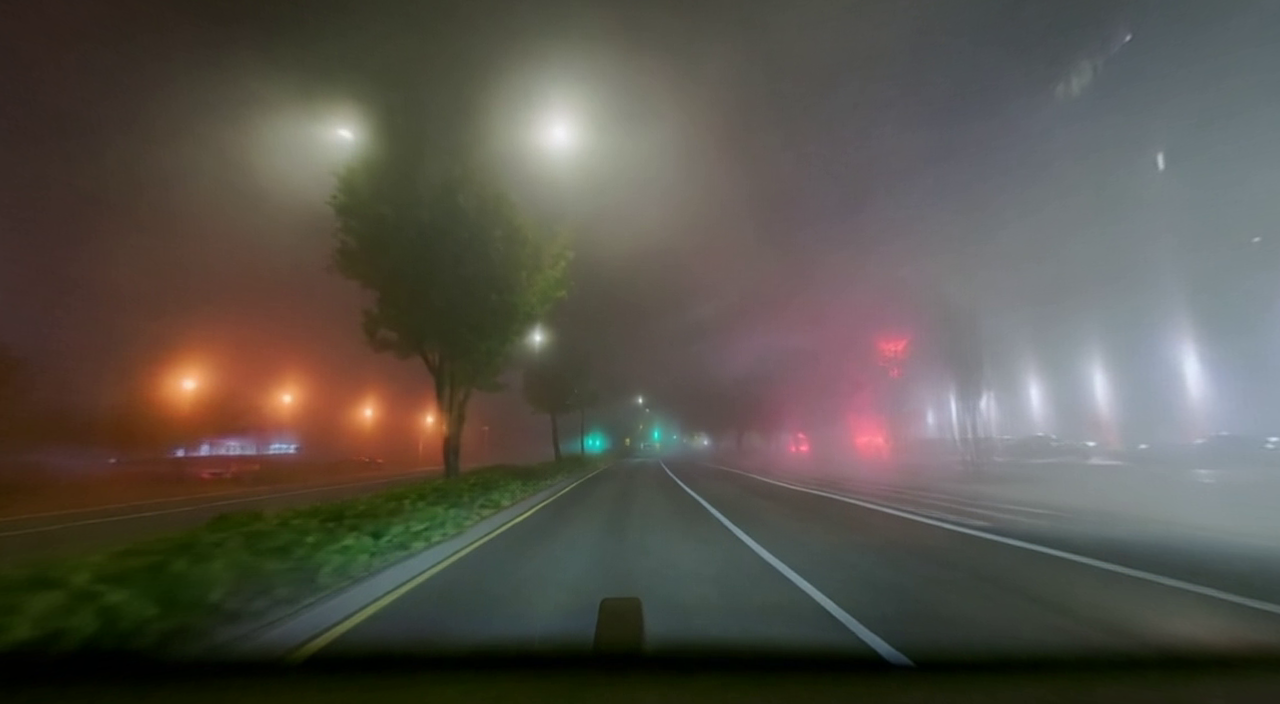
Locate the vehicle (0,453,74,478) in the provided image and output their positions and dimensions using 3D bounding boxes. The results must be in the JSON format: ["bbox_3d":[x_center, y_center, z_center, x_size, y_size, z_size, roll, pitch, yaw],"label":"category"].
[{"bbox_3d":[-40.507,7.532,42.018,4.102,1.543,1.629,0,-9,2],"label":"vehicle"}]

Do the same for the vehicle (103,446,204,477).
[{"bbox_3d":[-29.407,6.631,38.298,4.470,1.480,1.989,-4,-10,0],"label":"vehicle"}]
